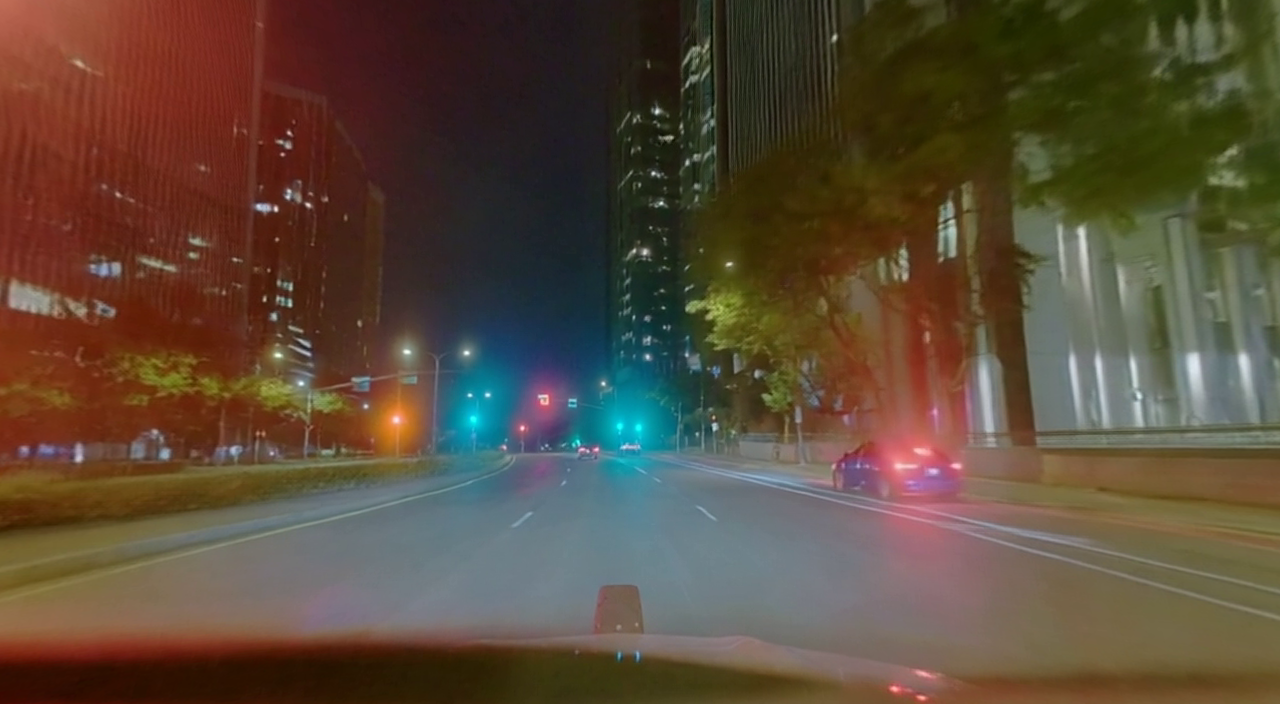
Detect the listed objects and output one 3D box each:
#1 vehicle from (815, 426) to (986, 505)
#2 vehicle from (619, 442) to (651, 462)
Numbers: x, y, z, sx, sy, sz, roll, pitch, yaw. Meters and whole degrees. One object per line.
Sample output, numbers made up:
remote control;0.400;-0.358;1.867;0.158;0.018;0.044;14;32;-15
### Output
vehicle;6.164;2.740;15.755;2.042;1.635;4.858;0;-8;-2
vehicle;-0.412;7.758;49.110;1.918;1.479;4.468;1;-8;-8
